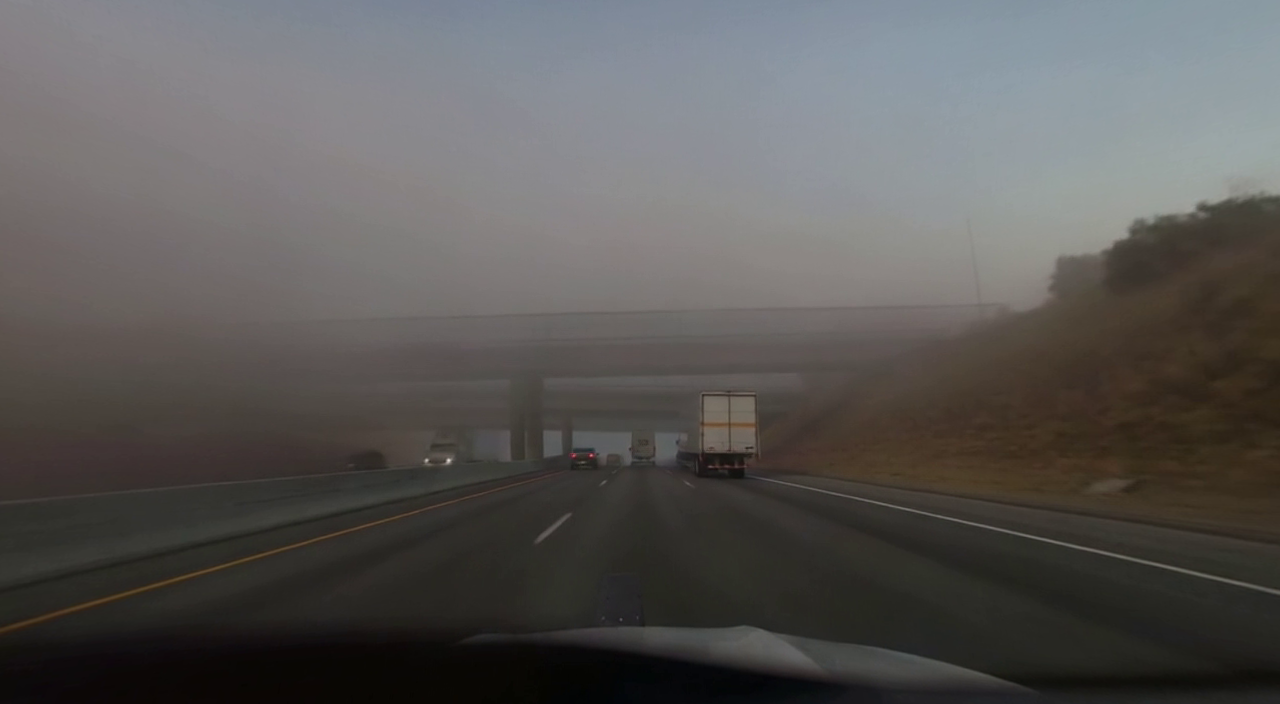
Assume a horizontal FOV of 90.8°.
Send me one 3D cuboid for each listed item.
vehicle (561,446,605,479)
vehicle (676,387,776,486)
[{"bbox_3d":[-3.038,5.982,34.340,2.007,1.647,3.854,0,-9,1],"label":"vehicle"},{"bbox_3d":[4.021,4.748,34.384,3.131,4.037,16.729,0,-9,0],"label":"vehicle"}]
